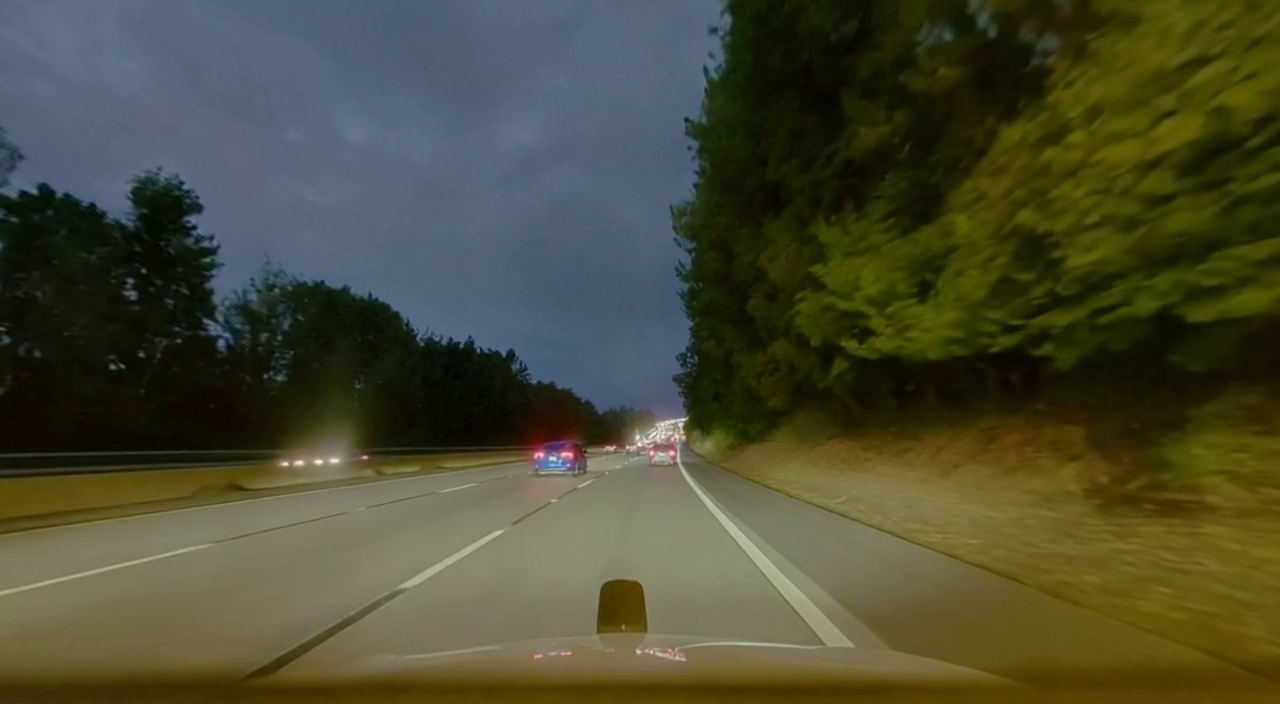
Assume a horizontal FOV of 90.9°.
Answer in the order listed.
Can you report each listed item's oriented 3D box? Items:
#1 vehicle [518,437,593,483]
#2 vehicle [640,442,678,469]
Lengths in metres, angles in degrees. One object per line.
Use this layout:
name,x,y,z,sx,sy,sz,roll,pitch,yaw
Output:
vehicle,-3.007,3.972,23.553,2.024,1.531,4.431,0,-8,2
vehicle,1.160,5.935,36.430,2.113,1.464,4.073,0,-8,3
